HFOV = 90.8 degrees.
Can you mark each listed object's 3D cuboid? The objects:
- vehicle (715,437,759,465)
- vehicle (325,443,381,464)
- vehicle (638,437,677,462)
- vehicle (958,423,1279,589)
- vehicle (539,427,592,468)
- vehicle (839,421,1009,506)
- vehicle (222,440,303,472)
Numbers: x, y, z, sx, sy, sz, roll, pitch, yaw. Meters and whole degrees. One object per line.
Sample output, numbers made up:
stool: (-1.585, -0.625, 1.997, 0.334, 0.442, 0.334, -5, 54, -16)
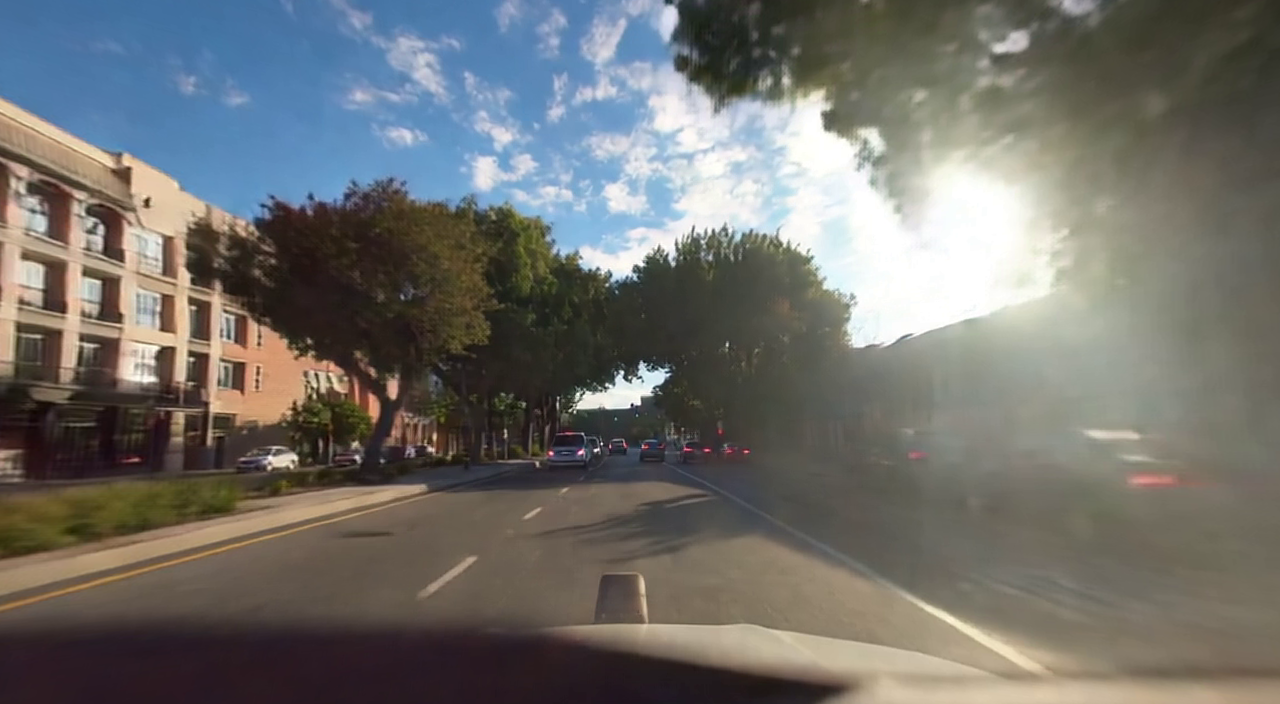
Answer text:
vehicle: (6.252, 6.432, 41.234, 2.164, 1.727, 3.955, 0, -8, -1)
vehicle: (-22.535, 7.982, 49.906, 2.111, 1.554, 5.163, 0, -8, -1)
vehicle: (1.109, 6.516, 42.289, 2.201, 1.589, 3.843, 0, -8, -4)
vehicle: (7.138, 2.003, 9.262, 2.320, 1.764, 4.731, 0, -8, -2)
vehicle: (-3.827, 5.025, 33.330, 2.223, 1.957, 4.845, 0, -8, 0)
vehicle: (6.956, 2.771, 16.116, 2.216, 1.847, 4.321, 0, -8, -1)
vehicle: (-22.352, 6.129, 37.627, 1.996, 1.767, 4.613, 0, -8, -1)
